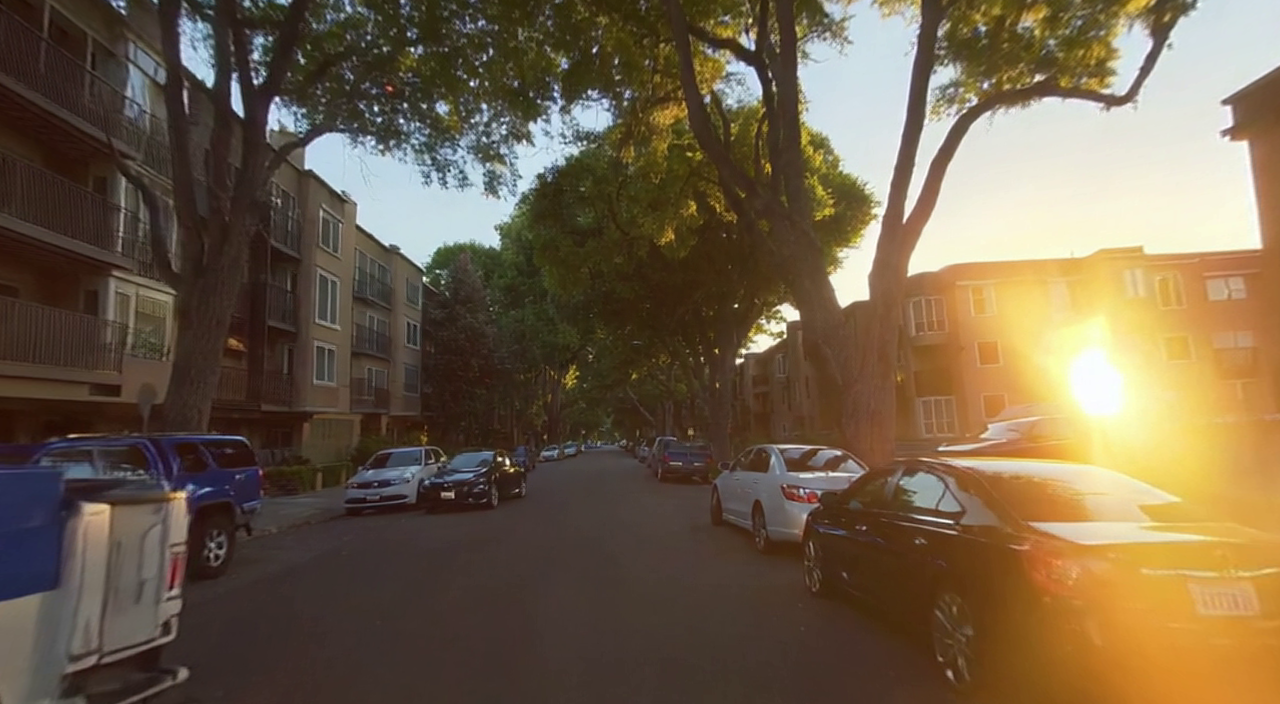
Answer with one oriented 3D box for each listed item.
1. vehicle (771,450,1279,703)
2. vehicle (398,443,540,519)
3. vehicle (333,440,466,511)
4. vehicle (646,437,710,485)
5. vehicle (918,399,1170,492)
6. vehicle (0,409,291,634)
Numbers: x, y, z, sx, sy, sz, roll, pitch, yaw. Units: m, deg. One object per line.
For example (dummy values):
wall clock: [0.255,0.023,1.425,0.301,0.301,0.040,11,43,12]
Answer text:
vehicle: [2.349,1.390,4.481,1.720,1.333,4.233,0,-8,-3]
vehicle: [-3.781,2.909,14.880,1.966,1.515,4.394,0,-8,2]
vehicle: [-7.127,3.671,19.464,2.215,1.841,5.172,0,-8,-2]
vehicle: [1.346,4.079,23.952,1.878,1.664,4.033,1,-8,-4]
vehicle: [9.216,2.198,14.724,4.416,1.784,1.929,-3,-10,-2]
vehicle: [-6.647,1.763,7.134,2.308,1.877,6.060,-4,-8,-3]
